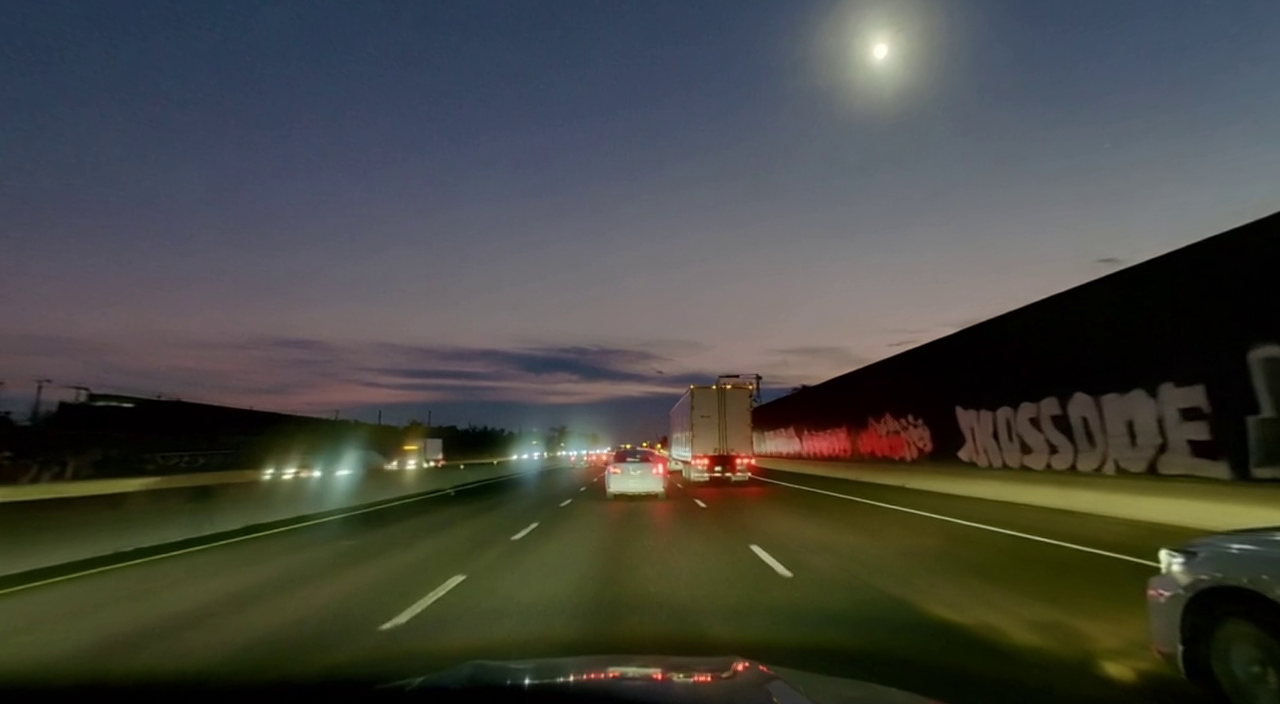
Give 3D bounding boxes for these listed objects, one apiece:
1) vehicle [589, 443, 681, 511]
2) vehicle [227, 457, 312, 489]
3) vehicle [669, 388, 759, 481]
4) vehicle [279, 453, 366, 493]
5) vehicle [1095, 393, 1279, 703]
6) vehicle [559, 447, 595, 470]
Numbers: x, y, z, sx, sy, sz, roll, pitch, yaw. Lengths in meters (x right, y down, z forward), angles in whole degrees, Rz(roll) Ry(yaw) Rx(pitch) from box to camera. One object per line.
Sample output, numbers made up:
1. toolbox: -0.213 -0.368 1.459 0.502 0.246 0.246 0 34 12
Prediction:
1. vehicle: -0.190 3.091 16.030 2.033 1.468 4.015 0 -9 -2
2. vehicle: -20.926 6.832 35.754 2.073 1.552 4.501 0 -9 0
3. vehicle: 3.548 4.645 34.423 2.902 4.014 14.446 0 -9 -1
4. vehicle: -12.348 4.682 24.668 1.670 1.394 3.398 0 -9 -1
5. vehicle: 3.351 0.664 0.766 1.996 1.497 4.754 0 -9 0
6. vehicle: -4.343 7.388 43.778 2.067 1.481 4.085 -1 -9 0
